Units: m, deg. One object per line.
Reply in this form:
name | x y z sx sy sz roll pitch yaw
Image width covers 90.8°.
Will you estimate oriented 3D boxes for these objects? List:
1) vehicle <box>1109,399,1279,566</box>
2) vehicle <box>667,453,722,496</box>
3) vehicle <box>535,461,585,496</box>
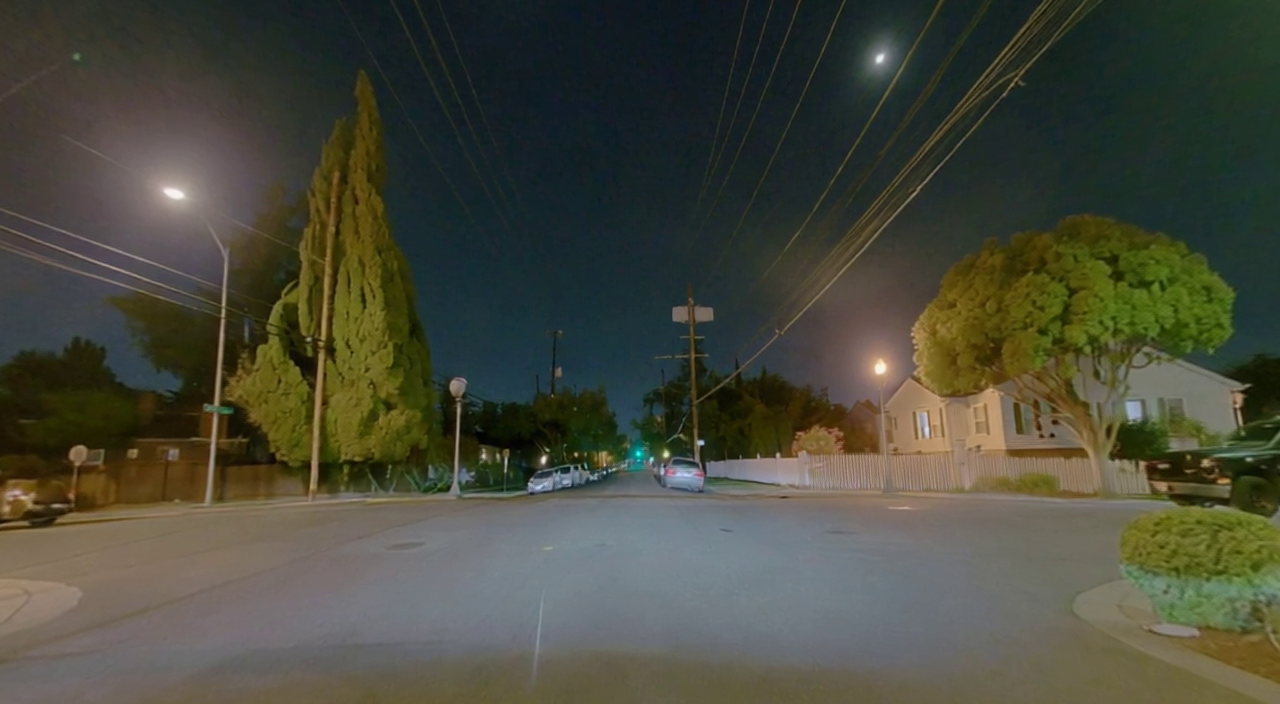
vehicle | 9.695 1.688 8.570 4.677 1.949 2.334 -1 -8 3
vehicle | 2.582 5.950 31.072 2.051 1.874 4.459 0 -8 -3
vehicle | -4.296 6.919 34.635 2.189 1.771 4.571 0 -11 -1
